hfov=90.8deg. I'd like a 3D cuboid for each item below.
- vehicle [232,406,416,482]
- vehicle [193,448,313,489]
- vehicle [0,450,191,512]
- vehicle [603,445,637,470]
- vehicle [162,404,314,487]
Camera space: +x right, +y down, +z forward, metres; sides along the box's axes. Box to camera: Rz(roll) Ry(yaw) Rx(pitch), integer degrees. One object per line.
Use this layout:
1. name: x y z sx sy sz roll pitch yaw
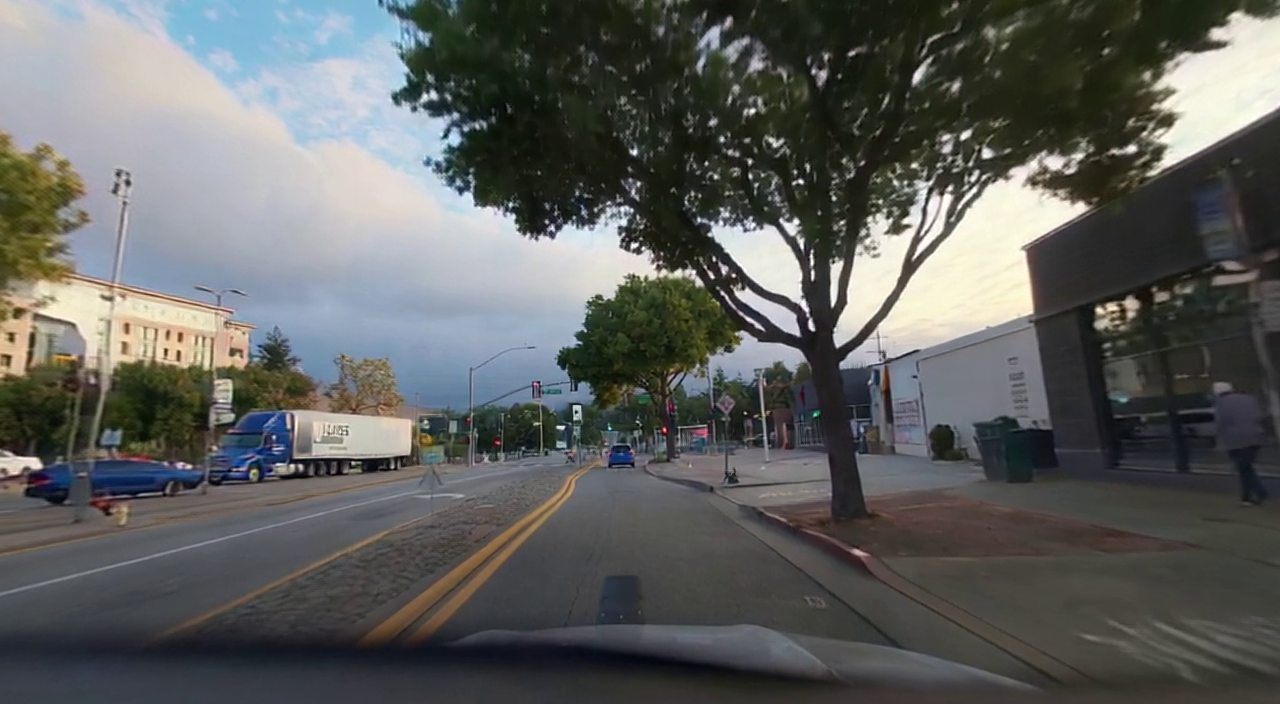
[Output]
1. vehicle: -19.182 5.817 39.904 2.792 4.025 11.784 -3 -9 17
2. vehicle: -18.419 5.521 30.395 1.988 1.762 4.653 -3 -9 17
3. vehicle: -17.807 4.097 20.657 2.101 1.721 4.587 -3 -9 18
4. vehicle: -1.183 6.563 39.553 2.006 1.470 3.799 0 -9 0
5. vehicle: -21.182 5.003 33.782 3.045 3.961 6.104 -3 -9 16
